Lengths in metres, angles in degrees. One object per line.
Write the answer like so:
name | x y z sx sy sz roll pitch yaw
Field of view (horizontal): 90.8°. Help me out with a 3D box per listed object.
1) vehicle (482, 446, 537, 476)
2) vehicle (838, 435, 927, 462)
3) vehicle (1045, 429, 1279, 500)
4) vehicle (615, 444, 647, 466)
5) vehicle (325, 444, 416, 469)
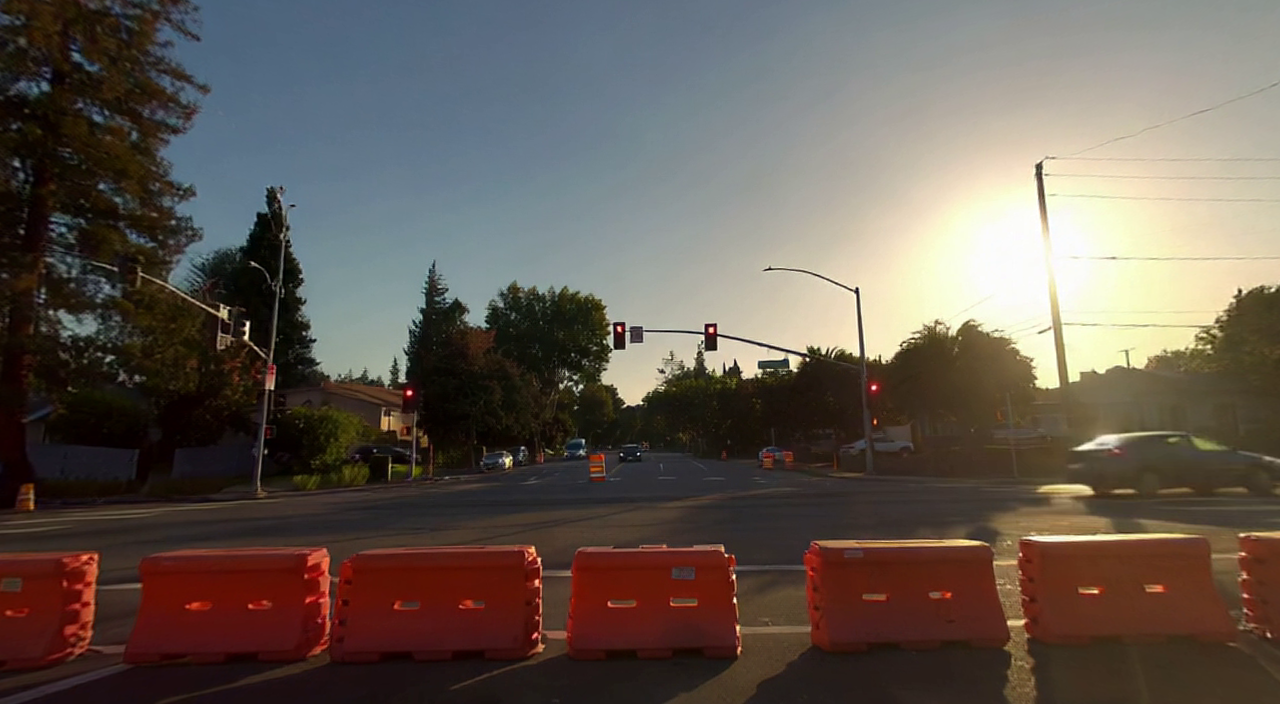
vehicle | -6.594 5.539 32.407 1.881 1.452 4.121 0 -8 0
vehicle | 15.384 6.174 40.314 4.892 1.656 1.856 0 -8 0
vehicle | 12.577 2.574 14.717 4.860 1.483 2.077 0 -8 -2
vehicle | -0.585 7.098 43.708 2.105 1.457 4.173 0 -8 -1
vehicle | -16.387 6.375 38.594 4.713 1.409 1.918 0 -8 -2
